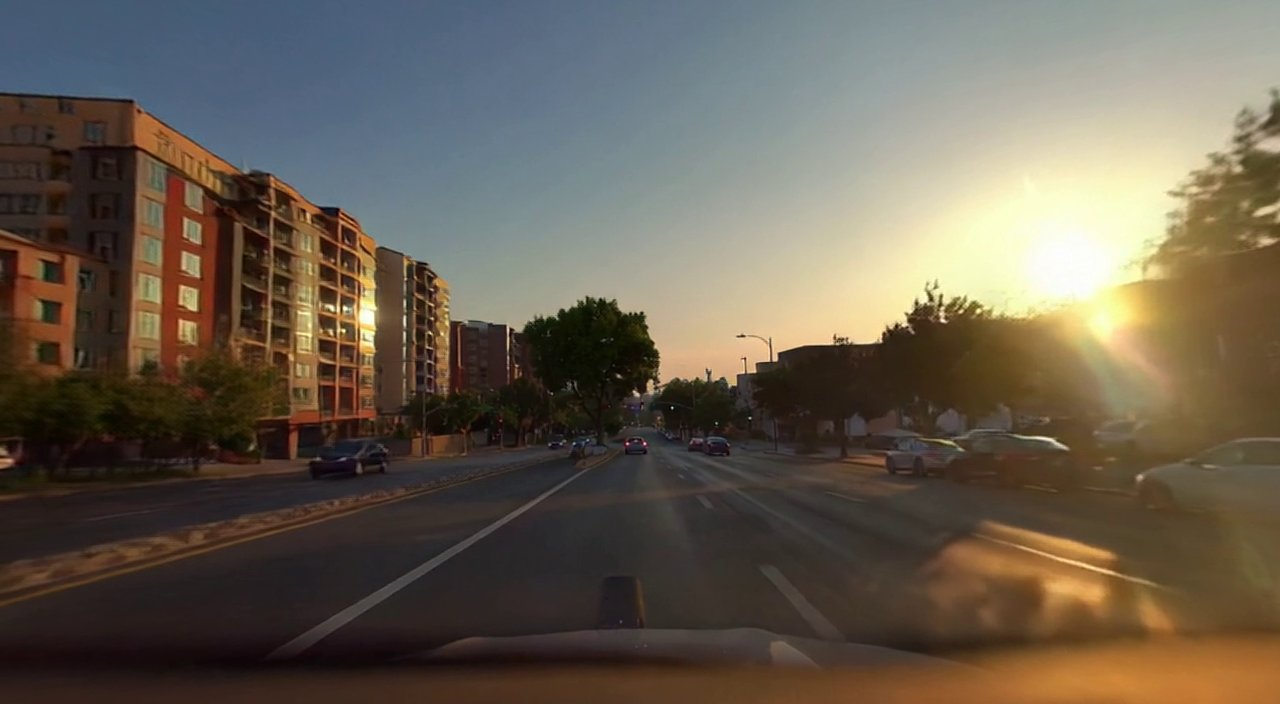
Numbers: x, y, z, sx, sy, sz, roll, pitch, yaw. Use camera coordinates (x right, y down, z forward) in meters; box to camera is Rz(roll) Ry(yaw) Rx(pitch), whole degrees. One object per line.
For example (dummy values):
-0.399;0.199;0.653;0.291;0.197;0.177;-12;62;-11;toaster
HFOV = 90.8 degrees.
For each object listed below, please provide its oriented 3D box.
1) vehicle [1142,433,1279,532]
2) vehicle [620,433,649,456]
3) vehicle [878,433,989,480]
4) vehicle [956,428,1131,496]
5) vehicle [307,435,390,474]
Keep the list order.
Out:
10.323;1.948;9.497;1.861;1.446;4.413;0;-9;-1;vehicle
-0.403;6.722;45.968;2.032;1.593;3.896;0;-9;0;vehicle
10.368;3.722;22.740;1.948;1.489;4.276;0;-9;0;vehicle
10.562;2.904;16.978;1.905;1.597;4.040;0;-9;-2;vehicle
-13.789;4.871;30.193;2.046;1.682;4.518;0;-9;-4;vehicle
